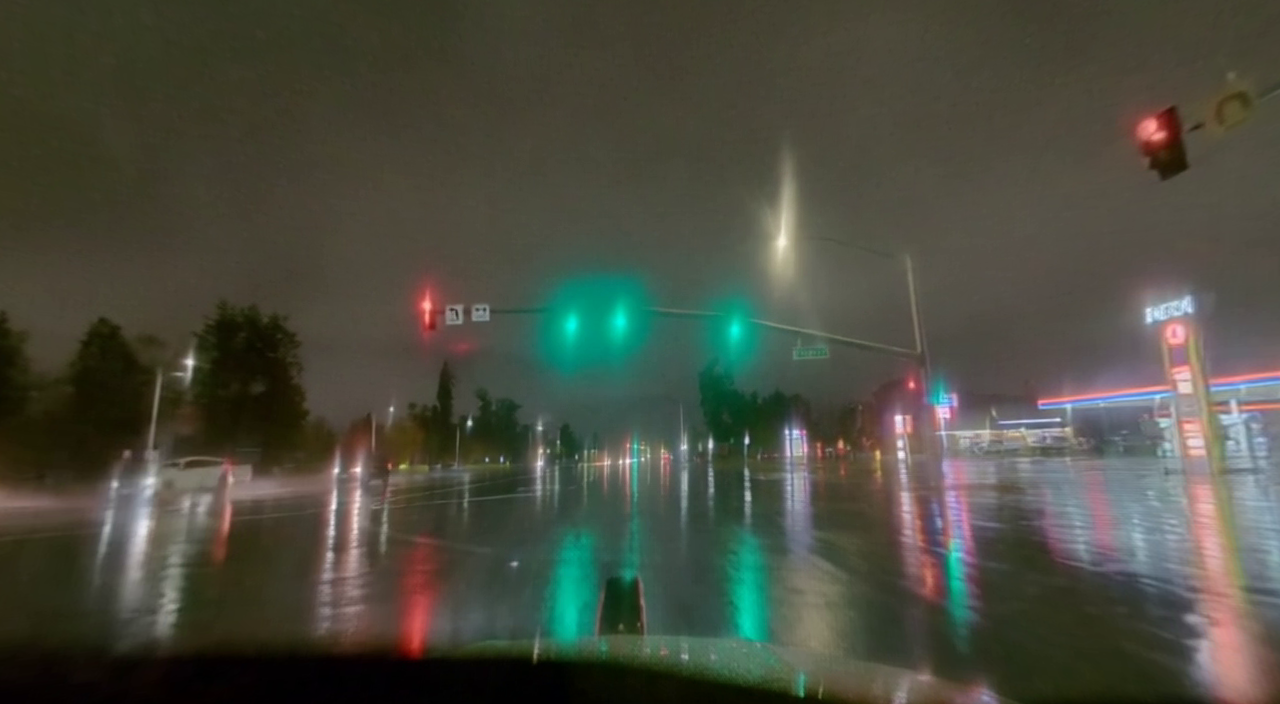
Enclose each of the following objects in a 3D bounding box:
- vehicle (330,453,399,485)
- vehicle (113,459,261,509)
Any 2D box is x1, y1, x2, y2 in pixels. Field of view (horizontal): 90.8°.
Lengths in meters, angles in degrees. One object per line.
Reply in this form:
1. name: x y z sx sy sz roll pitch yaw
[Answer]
1. vehicle: -15.501 6.588 35.813 2.053 1.598 4.336 0 -9 -2
2. vehicle: -15.337 4.463 21.758 1.920 1.434 4.328 0 -9 0
